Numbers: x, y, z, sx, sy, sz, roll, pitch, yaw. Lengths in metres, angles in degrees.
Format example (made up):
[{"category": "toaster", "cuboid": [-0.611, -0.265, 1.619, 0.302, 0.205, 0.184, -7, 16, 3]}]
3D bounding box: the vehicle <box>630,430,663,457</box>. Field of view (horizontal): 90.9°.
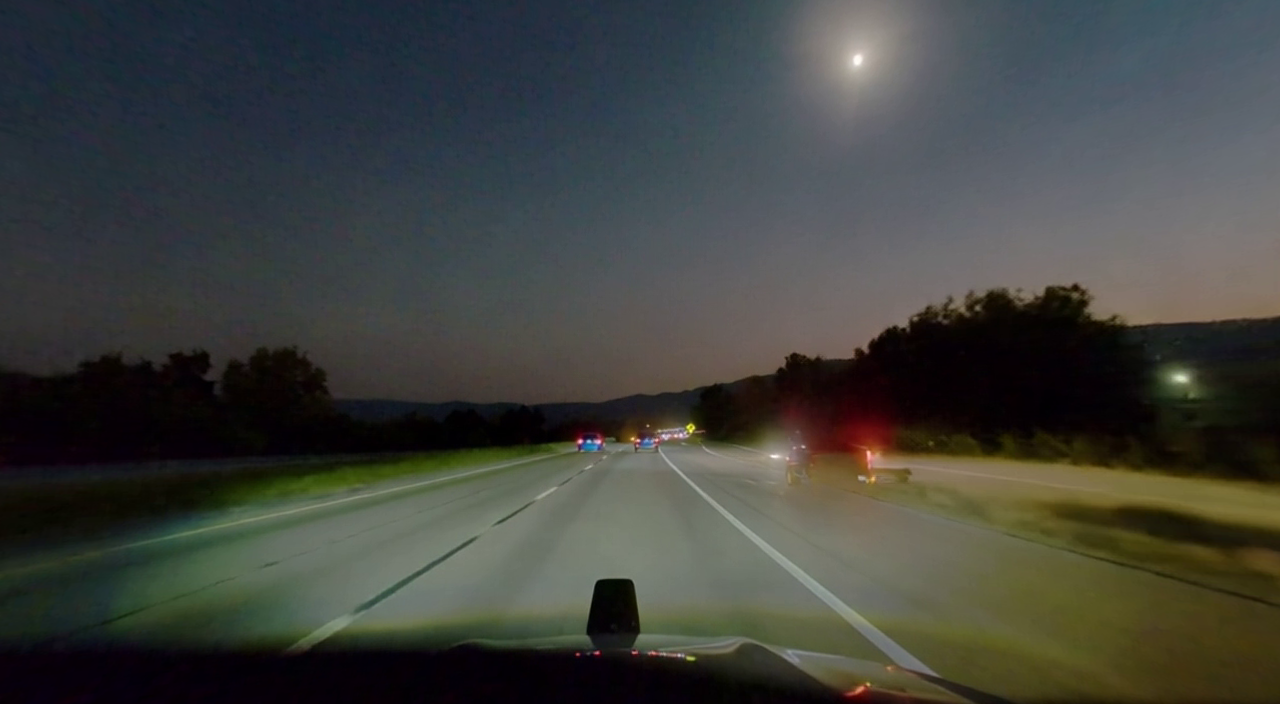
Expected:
[{"category": "vehicle", "cuboid": [0.390, 5.953, 41.044, 2.041, 1.618, 3.898, 0, -8, -1]}]
